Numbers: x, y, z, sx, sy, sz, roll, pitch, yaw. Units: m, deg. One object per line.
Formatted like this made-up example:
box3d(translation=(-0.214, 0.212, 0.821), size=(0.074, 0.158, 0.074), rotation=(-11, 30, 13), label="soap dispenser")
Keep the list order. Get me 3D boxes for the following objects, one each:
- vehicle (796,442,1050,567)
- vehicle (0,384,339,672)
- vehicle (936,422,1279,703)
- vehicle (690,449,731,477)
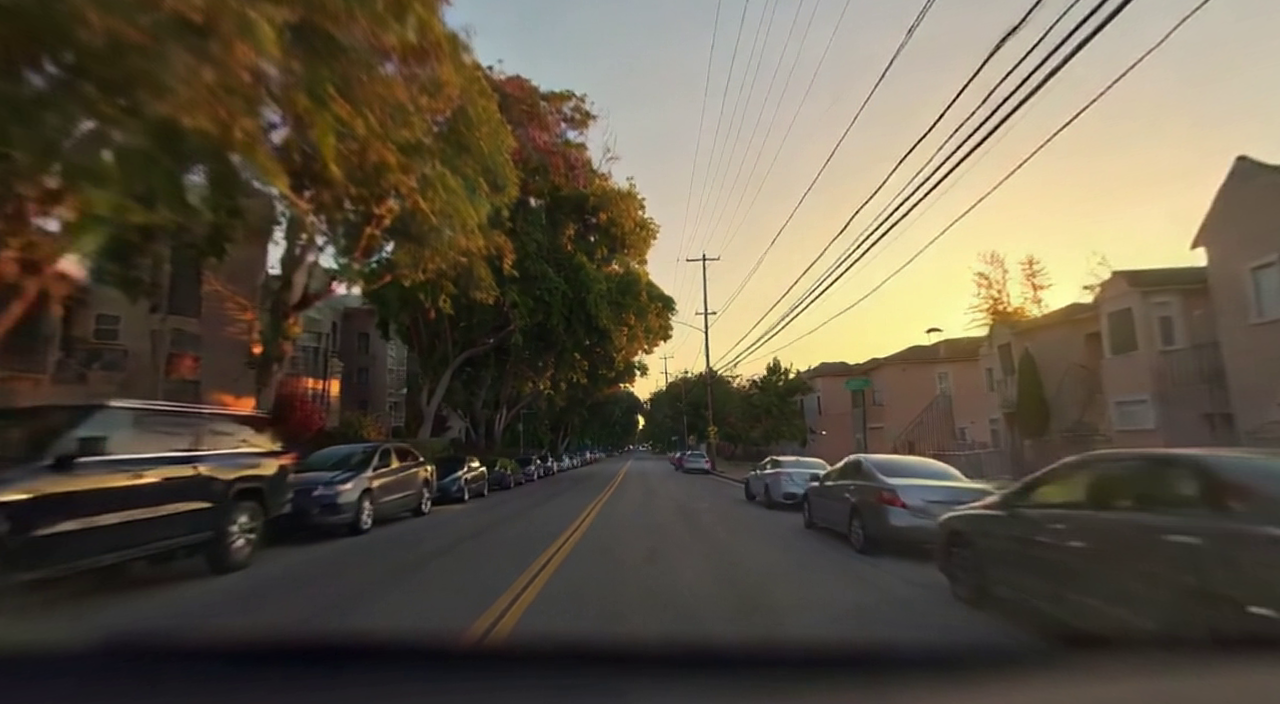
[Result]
box3d(translation=(3.921, 2.167, 9.727), size=(1.846, 1.464, 4.420), rotation=(0, -9, 0), label="vehicle")
box3d(translation=(-6.138, 1.709, 7.158), size=(2.376, 2.219, 6.021), rotation=(-2, -8, 1), label="vehicle")
box3d(translation=(3.772, 1.227, 3.780), size=(1.881, 1.500, 4.299), rotation=(0, -9, 0), label="vehicle")
box3d(translation=(4.041, 6.406, 36.496), size=(1.883, 1.527, 3.828), rotation=(0, -9, -1), label="vehicle")
